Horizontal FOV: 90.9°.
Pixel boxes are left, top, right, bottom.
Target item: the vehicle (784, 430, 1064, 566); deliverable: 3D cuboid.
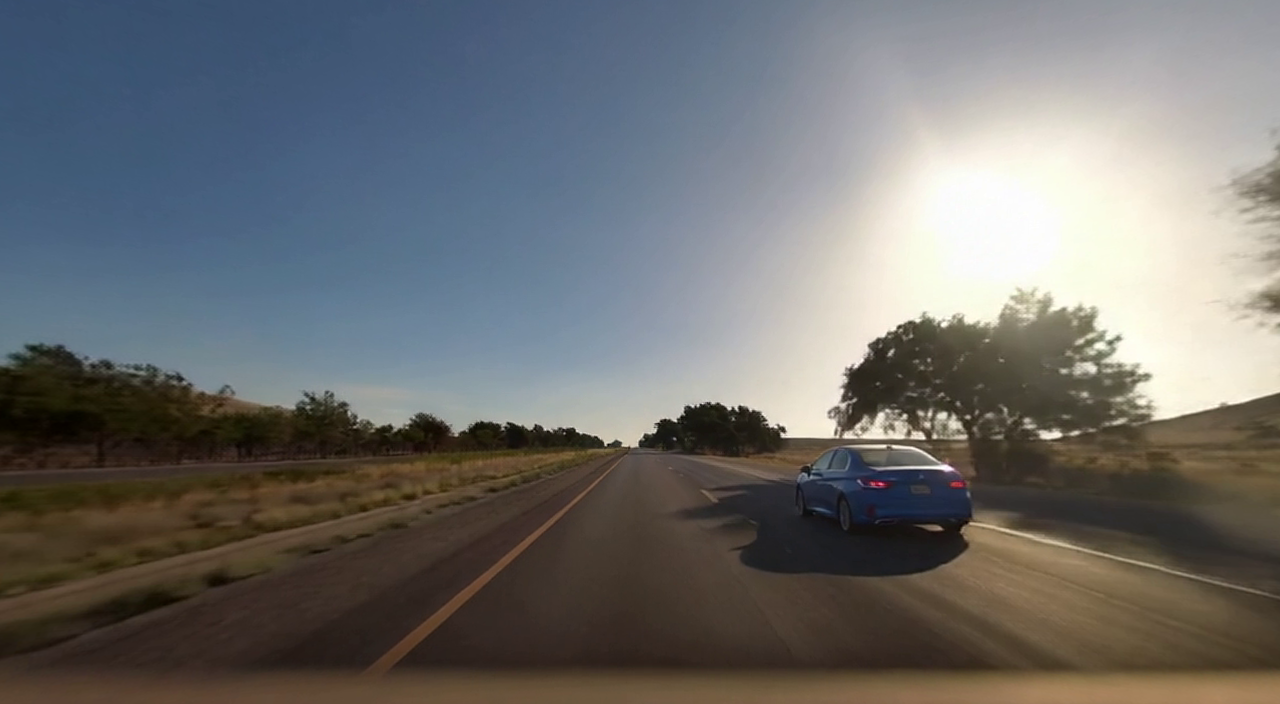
[{"bbox_3d":[3.658,1.950,9.244,2.003,1.466,4.441,0,-8,0],"label":"vehicle"}]
